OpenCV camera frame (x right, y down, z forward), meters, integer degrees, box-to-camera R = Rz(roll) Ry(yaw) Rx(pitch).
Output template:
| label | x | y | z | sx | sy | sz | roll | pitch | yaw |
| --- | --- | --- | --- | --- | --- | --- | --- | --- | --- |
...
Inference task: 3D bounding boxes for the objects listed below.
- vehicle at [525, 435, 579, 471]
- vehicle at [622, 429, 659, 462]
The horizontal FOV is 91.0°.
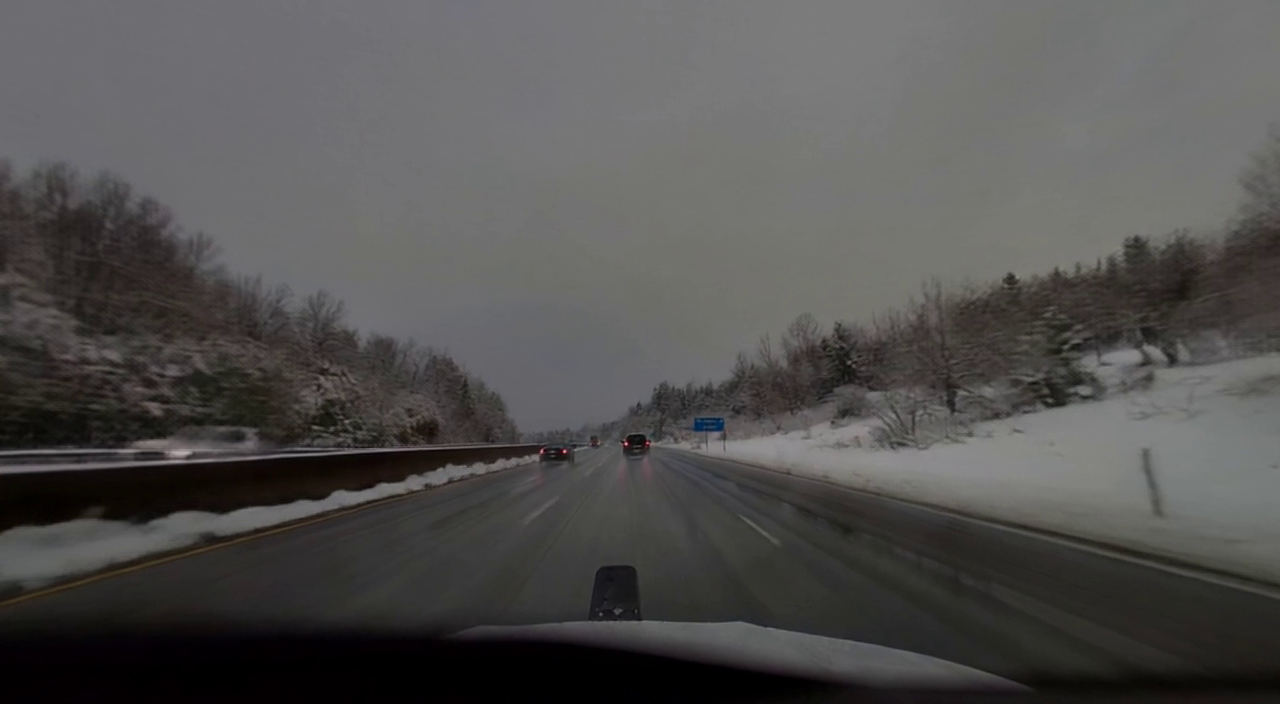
| label | x | y | z | sx | sy | sz | roll | pitch | yaw |
| --- | --- | --- | --- | --- | --- | --- | --- | --- | --- |
| vehicle | -4.175 | 4.832 | 30.376 | 2.062 | 1.567 | 4.117 | 0 | -8 | -1 |
| vehicle | -0.056 | 6.011 | 40.654 | 2.223 | 1.957 | 4.416 | 0 | -8 | -2 |
